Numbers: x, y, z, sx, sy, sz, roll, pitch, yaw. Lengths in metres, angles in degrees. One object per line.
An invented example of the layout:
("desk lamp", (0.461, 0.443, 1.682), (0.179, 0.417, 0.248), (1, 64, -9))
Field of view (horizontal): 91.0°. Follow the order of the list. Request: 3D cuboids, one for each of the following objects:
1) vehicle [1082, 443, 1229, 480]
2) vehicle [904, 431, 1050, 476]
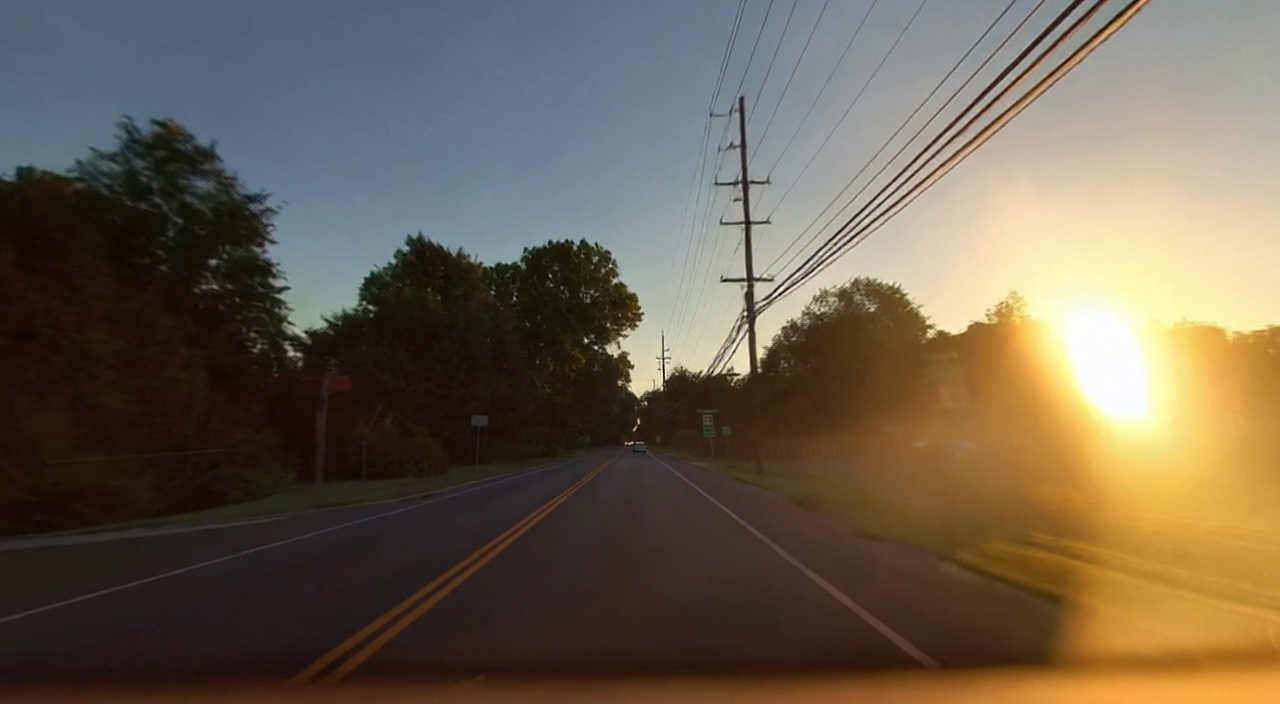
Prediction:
("vehicle", (21.801, 4.630, 26.794), (4.438, 1.499, 1.909), (-1, -9, 3))
("vehicle", (15.914, 4.832, 30.037), (5.494, 2.011, 2.421), (-1, -9, 5))
